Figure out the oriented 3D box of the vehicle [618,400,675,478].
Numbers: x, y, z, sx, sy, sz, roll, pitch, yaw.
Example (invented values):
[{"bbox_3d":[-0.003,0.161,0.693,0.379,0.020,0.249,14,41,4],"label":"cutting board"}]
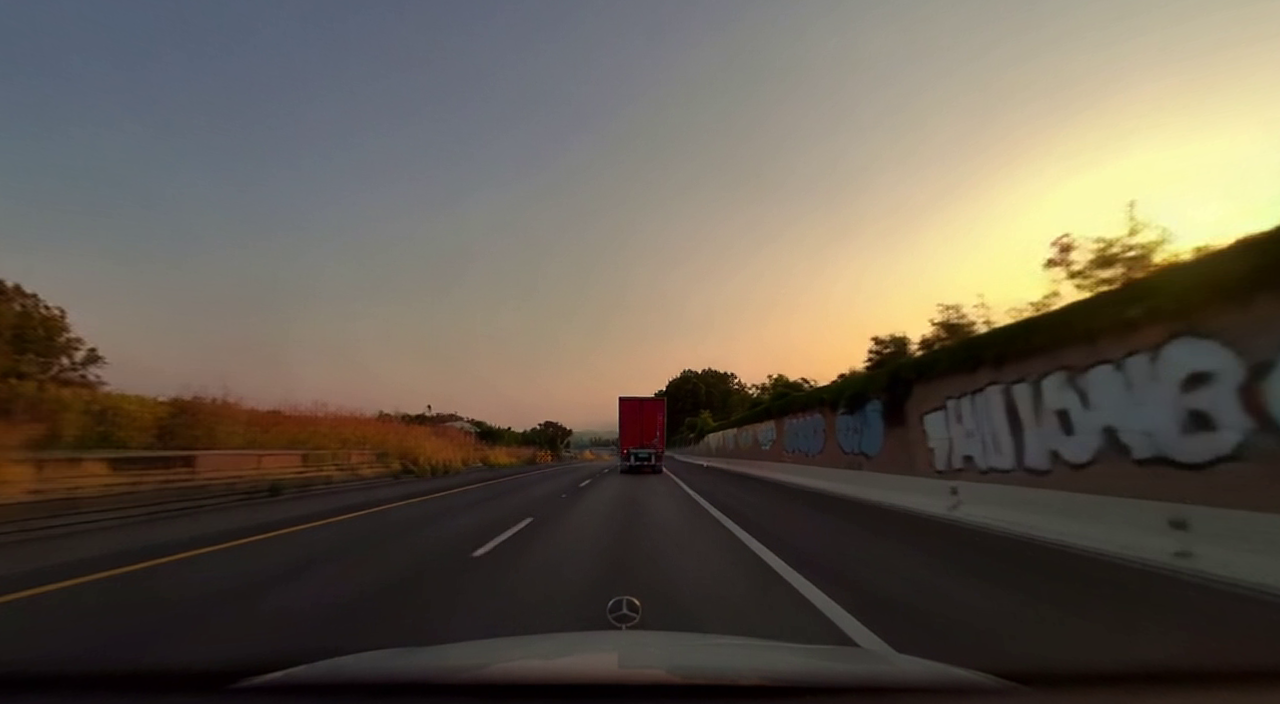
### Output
[{"bbox_3d":[0.222,5.215,37.195,2.900,3.955,10.151,0,-9,-1],"label":"vehicle"}]
